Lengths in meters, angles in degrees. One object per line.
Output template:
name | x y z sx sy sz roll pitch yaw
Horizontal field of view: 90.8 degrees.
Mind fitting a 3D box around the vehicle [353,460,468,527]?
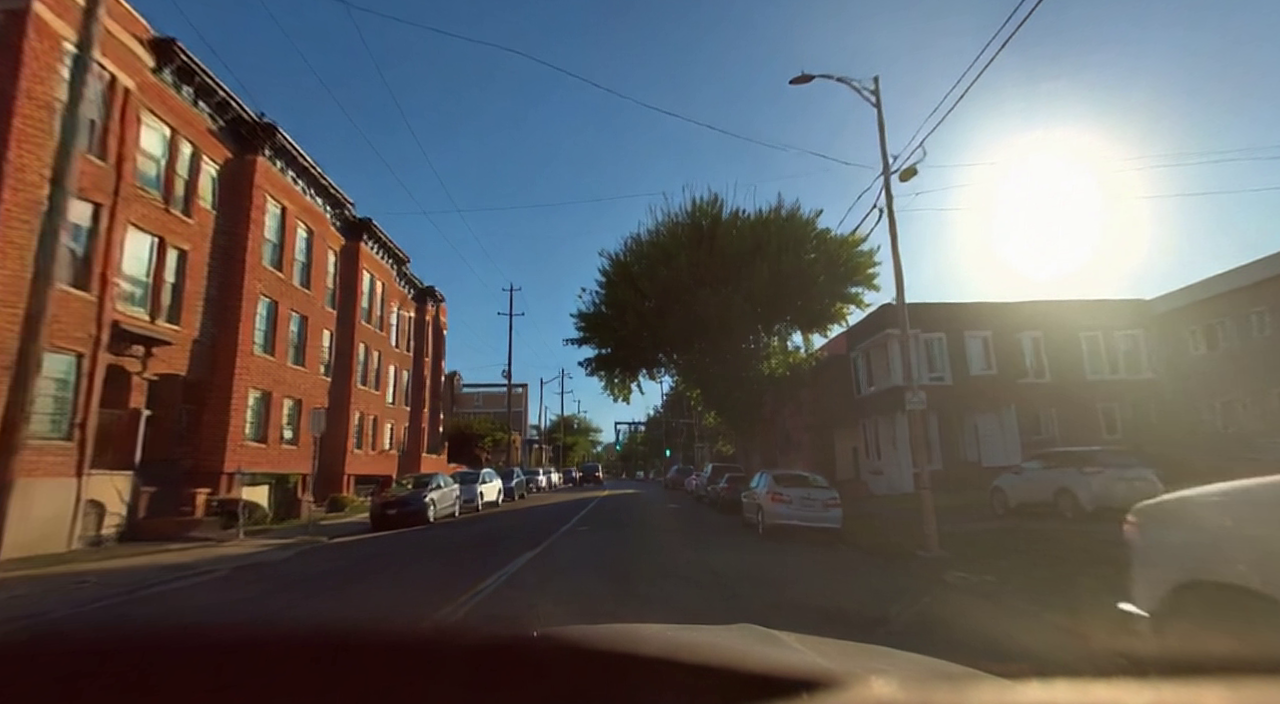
vehicle | -6.839 4.281 19.510 1.930 1.756 4.955 0 -11 -3

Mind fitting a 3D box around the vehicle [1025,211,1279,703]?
vehicle | 3.165 0.373 0.148 2.480 2.230 5.704 0 -11 0

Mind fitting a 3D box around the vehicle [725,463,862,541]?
vehicle | 3.268 3.317 14.446 1.885 1.464 4.466 0 -11 -1

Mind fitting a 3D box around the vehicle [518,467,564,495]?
vehicle | -5.969 7.627 37.518 1.994 1.510 4.802 3 -11 -17

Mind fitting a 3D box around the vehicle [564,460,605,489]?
vehicle | -3.784 8.554 44.136 2.236 1.834 4.743 -1 -11 3
